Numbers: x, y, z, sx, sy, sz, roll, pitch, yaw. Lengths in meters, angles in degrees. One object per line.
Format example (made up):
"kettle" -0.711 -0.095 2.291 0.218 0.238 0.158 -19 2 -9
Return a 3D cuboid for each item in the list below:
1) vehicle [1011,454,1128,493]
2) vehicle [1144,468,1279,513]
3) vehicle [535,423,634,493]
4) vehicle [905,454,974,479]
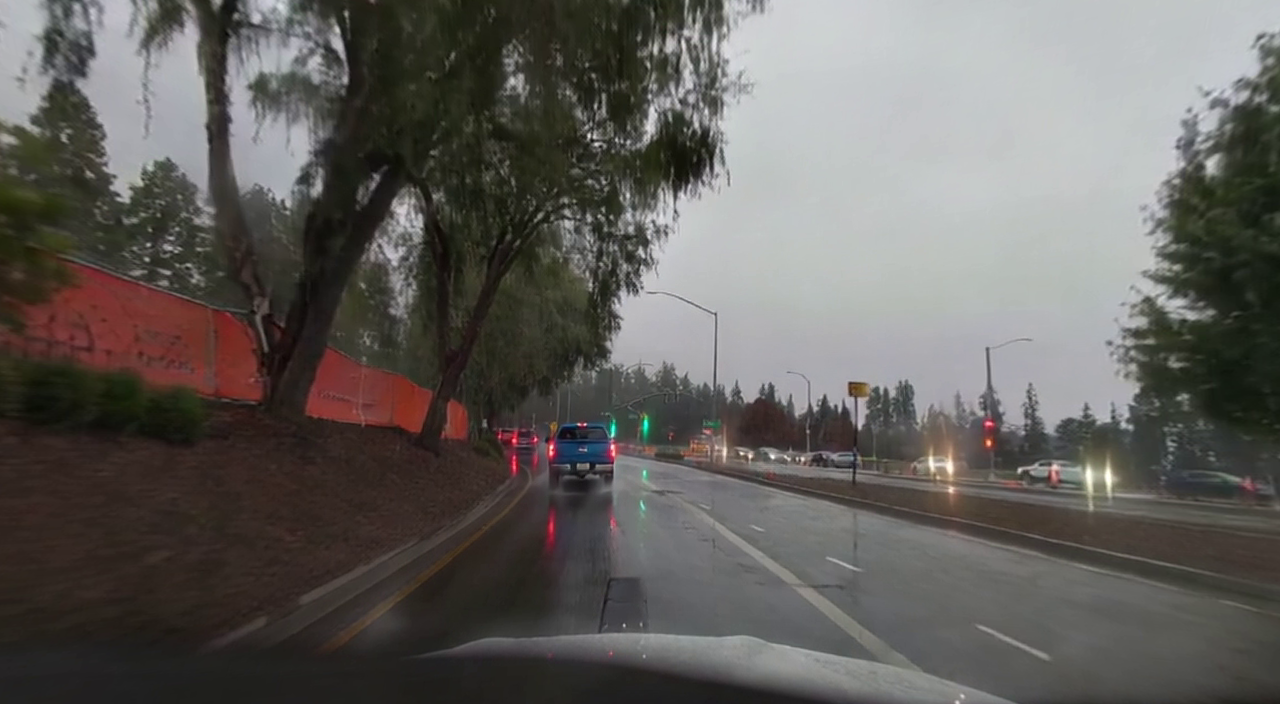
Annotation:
"vehicle" 22.061 6.209 32.713 1.938 1.781 5.078 1 -9 -10
"vehicle" 23.331 5.463 25.300 1.850 1.470 4.761 2 -9 -9
"vehicle" -1.664 2.997 18.274 2.436 1.698 5.322 1 -8 -7
"vehicle" 20.140 7.680 42.559 1.805 1.494 4.362 2 -9 -13
